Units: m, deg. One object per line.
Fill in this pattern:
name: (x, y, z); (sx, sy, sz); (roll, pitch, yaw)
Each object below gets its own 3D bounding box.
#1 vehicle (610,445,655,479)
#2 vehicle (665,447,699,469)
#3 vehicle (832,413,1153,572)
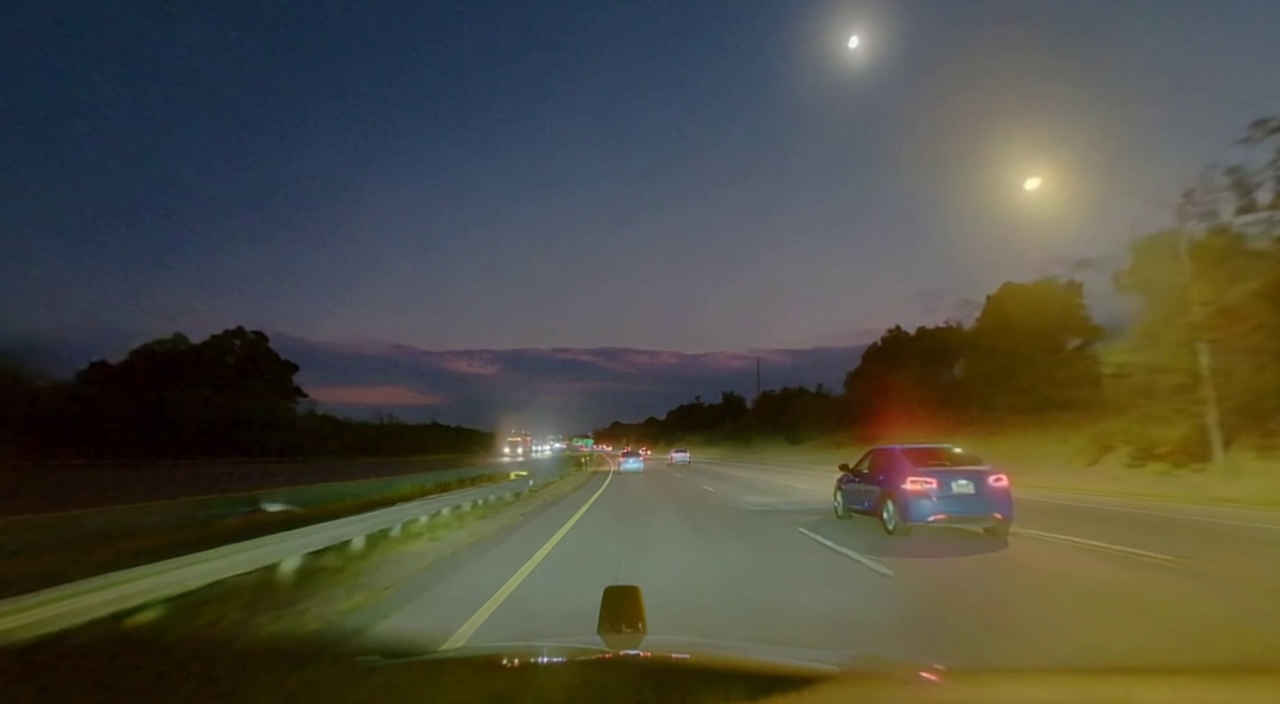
vehicle: (-0.399, 5.317, 30.707); (2.050, 1.534, 3.771); (0, -9, -2)
vehicle: (3.075, 7.875, 46.977); (2.008, 1.504, 4.291); (1, -9, -4)
vehicle: (4.257, 1.761, 8.529); (2.013, 1.623, 3.916); (0, -9, -1)
